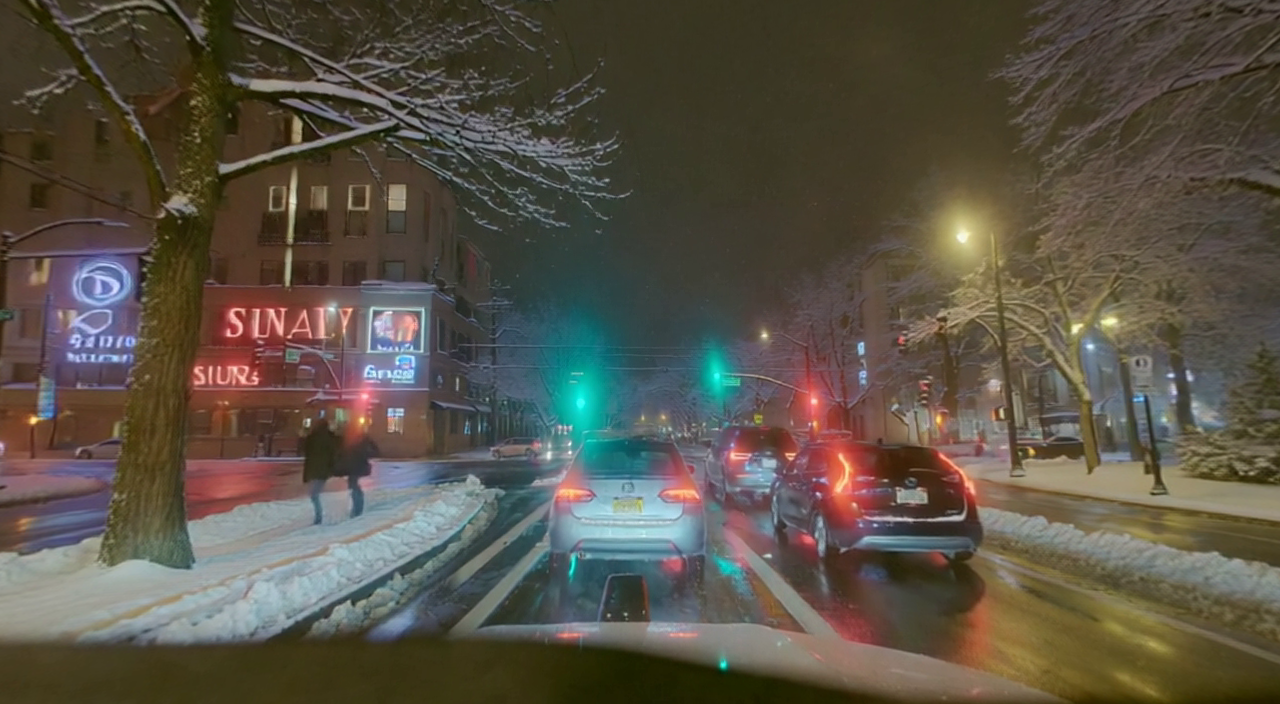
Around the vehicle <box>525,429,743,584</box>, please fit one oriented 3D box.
[{"bbox_3d":[-0.094,1.791,8.180,2.087,1.456,4.143,0,-8,-1],"label":"vehicle"}]

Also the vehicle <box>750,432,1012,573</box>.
[{"bbox_3d":[2.906,1.894,8.780,1.893,1.446,4.270,0,-8,-1],"label":"vehicle"}]

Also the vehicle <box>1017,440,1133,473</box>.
[{"bbox_3d":[22.947,5.548,33.409,4.610,1.622,1.934,-1,-8,4],"label":"vehicle"}]
